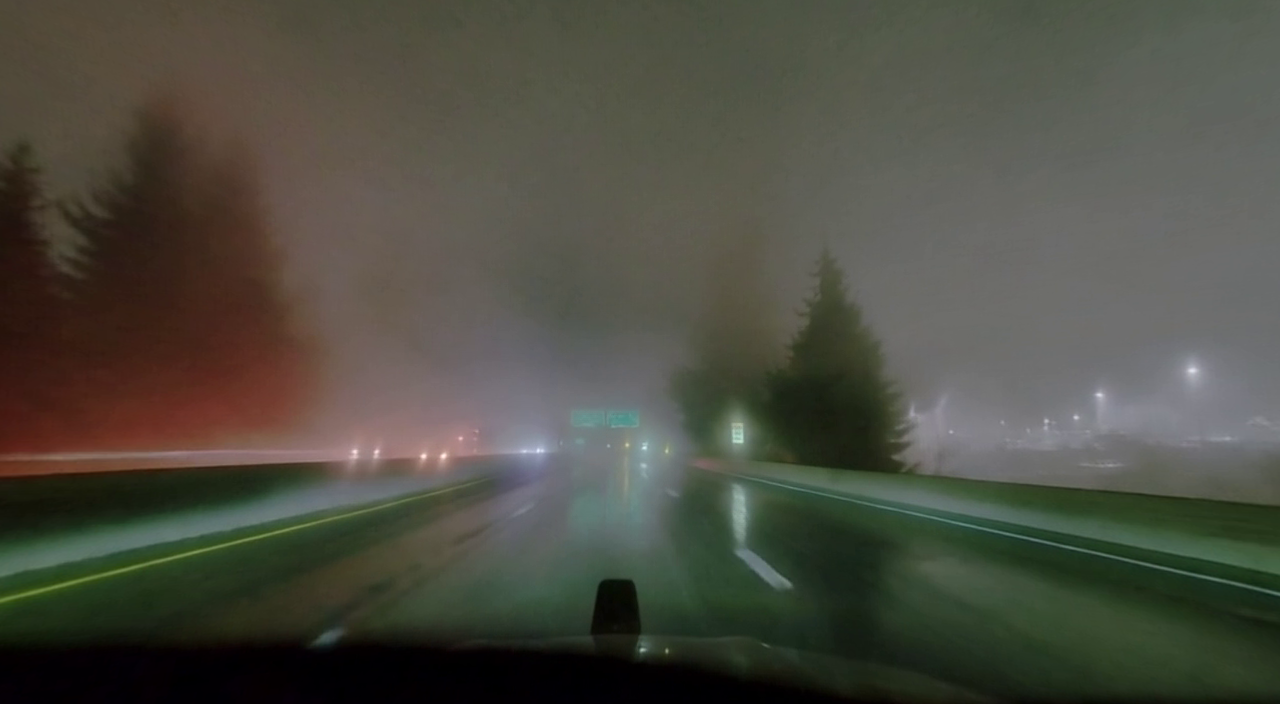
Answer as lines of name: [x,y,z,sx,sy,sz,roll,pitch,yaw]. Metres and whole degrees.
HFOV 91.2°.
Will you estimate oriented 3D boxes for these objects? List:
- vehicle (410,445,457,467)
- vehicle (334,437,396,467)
vehicle: [-14.104,7.121,43.022,1.781,1.453,4.314,0,-9,-1]
vehicle: [-18.421,6.711,42.272,2.040,1.860,5.052,0,-9,-2]
